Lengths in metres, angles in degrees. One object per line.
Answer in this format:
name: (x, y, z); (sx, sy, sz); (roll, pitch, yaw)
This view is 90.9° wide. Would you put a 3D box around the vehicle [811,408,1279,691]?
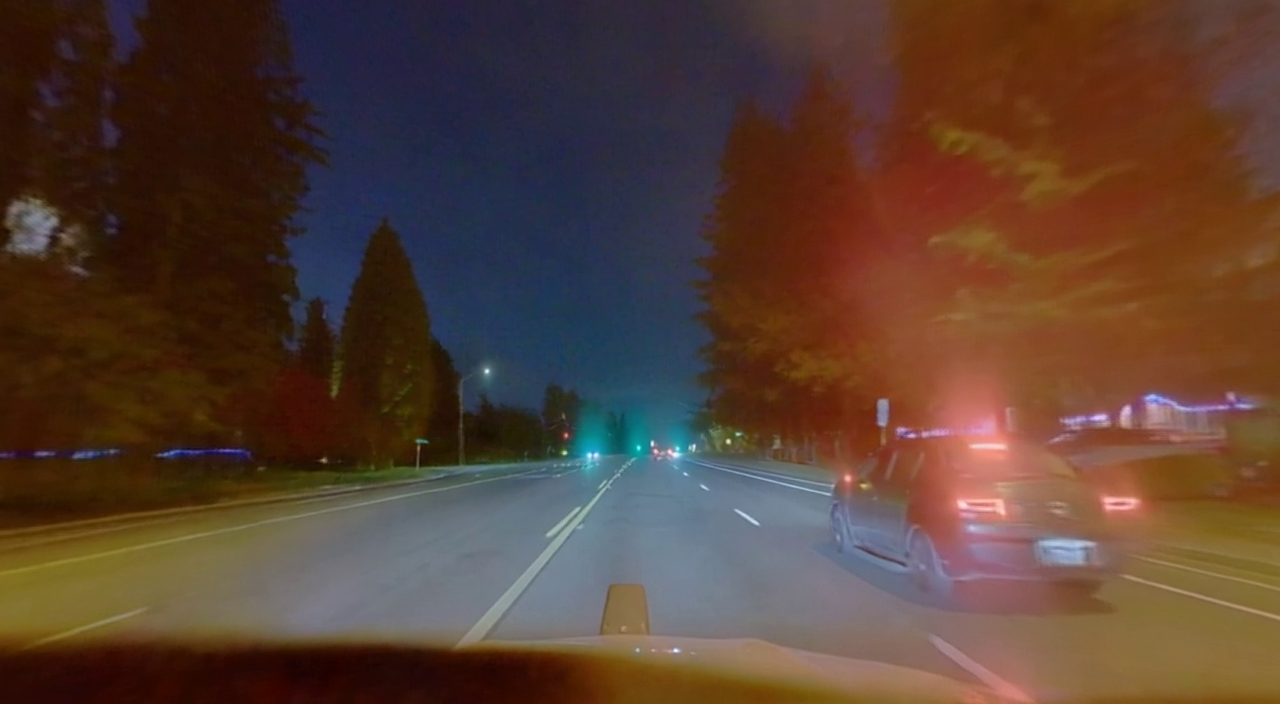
vehicle: (3.167, 1.359, 5.549); (2.134, 1.476, 4.327); (0, -8, 1)
